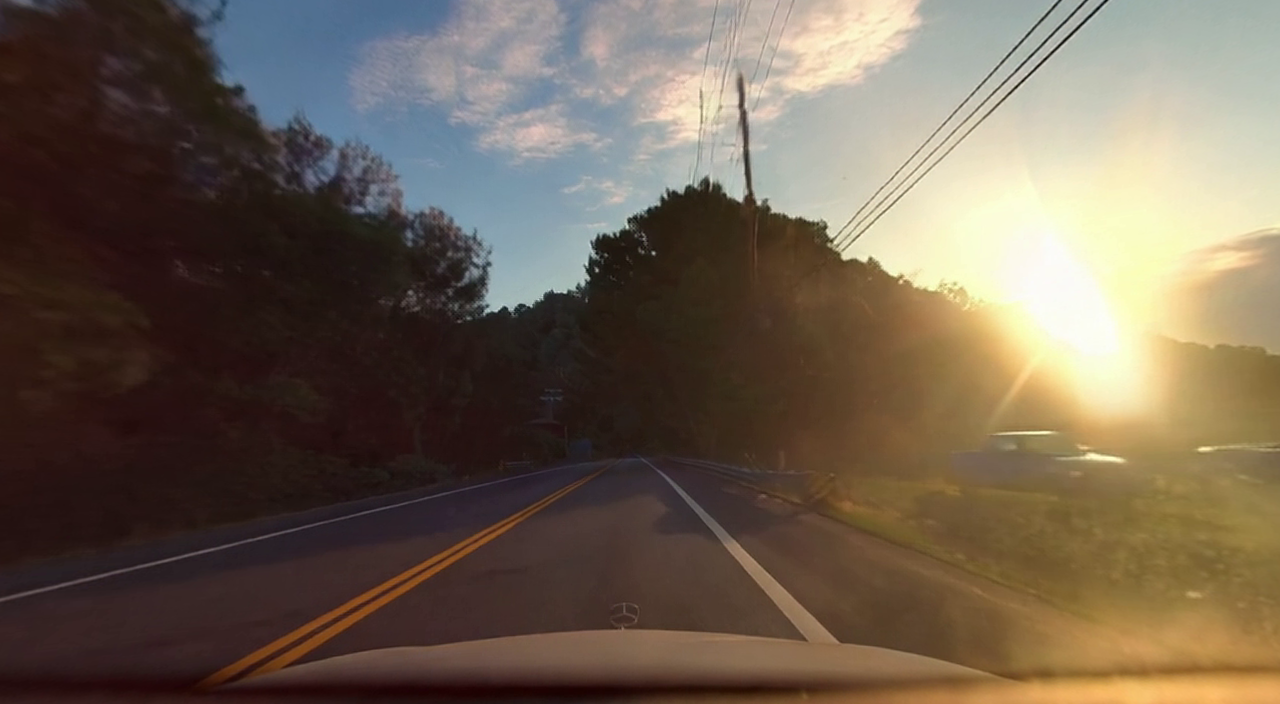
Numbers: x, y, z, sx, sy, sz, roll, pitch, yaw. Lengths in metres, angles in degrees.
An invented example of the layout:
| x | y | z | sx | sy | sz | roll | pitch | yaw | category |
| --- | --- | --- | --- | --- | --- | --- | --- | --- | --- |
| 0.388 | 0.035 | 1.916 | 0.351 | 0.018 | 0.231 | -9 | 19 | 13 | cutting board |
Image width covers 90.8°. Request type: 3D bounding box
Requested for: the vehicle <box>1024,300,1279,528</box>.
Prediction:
| x | y | z | sx | sy | sz | roll | pitch | yaw | category |
| --- | --- | --- | --- | --- | --- | --- | --- | --- | --- |
| 14.699 | 1.533 | 14.497 | 3.172 | 4.493 | 18.371 | -2 | -9 | 9 | vehicle |
